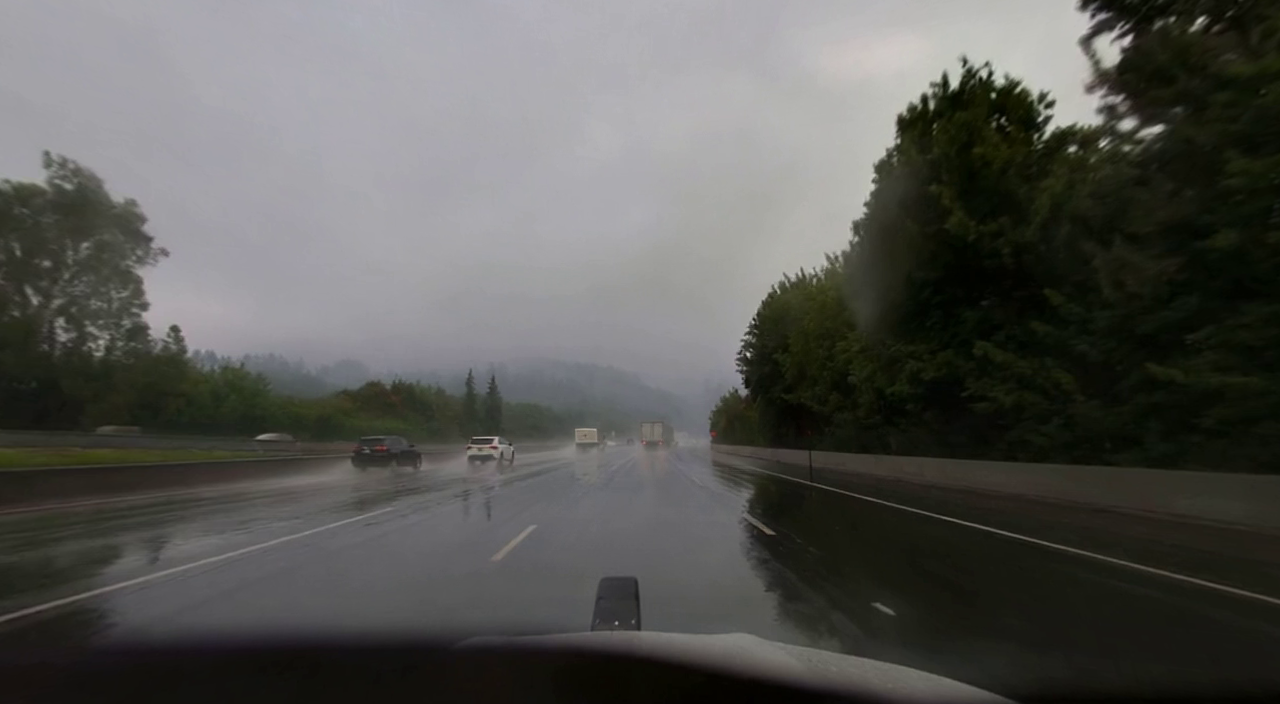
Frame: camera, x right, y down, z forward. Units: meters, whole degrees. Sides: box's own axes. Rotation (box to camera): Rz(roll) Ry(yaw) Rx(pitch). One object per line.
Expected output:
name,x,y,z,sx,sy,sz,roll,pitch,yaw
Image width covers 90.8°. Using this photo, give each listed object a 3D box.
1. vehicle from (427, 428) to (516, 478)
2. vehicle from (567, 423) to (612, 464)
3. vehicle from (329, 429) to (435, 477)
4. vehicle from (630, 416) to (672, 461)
vehicle,-6.826,4.171,26.258,2.206,1.838,4.889,0,-8,1
vehicle,-3.241,6.039,41.760,2.328,2.519,5.238,0,-8,3
vehicle,-10.700,4.250,26.775,2.080,1.777,5.450,0,-8,1
vehicle,0.759,6.114,44.427,2.768,2.854,6.757,0,-8,1
